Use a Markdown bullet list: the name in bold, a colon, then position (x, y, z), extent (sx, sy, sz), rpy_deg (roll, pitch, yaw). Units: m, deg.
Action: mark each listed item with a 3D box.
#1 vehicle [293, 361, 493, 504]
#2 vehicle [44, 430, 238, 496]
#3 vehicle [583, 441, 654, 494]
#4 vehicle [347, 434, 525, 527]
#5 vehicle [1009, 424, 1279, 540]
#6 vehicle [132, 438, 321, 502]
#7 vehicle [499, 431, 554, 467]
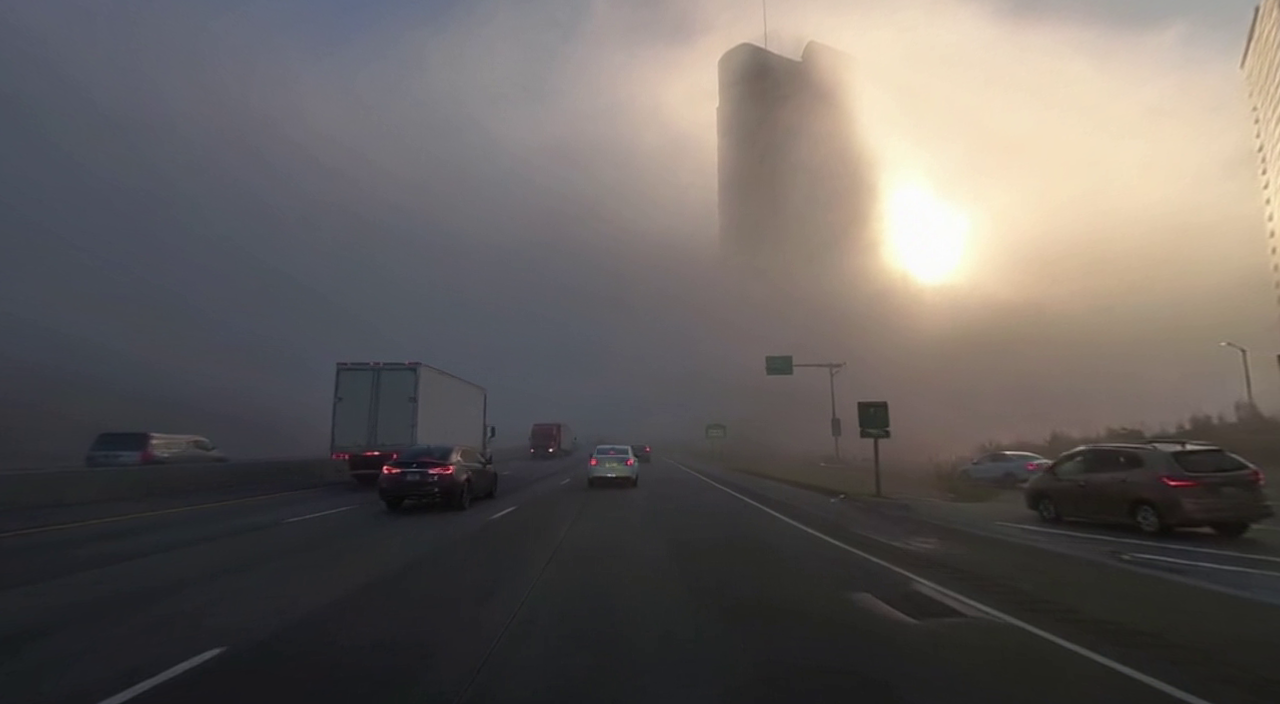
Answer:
- **vehicle**: position (-6.768, 2.510, 19.054), extent (2.955, 3.359, 8.322), rpy_deg (1, -9, -3)
- **vehicle**: position (-14.653, 3.280, 18.957), extent (1.990, 1.722, 4.641), rpy_deg (0, -9, 0)
- **vehicle**: position (-0.607, 3.545, 19.692), extent (1.991, 1.488, 3.922), rpy_deg (0, -9, 0)
- **vehicle**: position (-3.766, 2.447, 12.572), extent (2.016, 1.497, 4.235), rpy_deg (0, -9, 1)
- **vehicle**: position (11.460, 2.686, 13.854), extent (2.415, 1.972, 5.572), rpy_deg (2, -9, -14)
- **vehicle**: position (-11.114, 3.176, 17.470), extent (1.987, 1.495, 4.710), rpy_deg (0, -9, 1)
- **vehicle**: position (-6.961, 6.041, 39.253), extent (2.339, 2.059, 5.359), rpy_deg (0, -9, 1)
